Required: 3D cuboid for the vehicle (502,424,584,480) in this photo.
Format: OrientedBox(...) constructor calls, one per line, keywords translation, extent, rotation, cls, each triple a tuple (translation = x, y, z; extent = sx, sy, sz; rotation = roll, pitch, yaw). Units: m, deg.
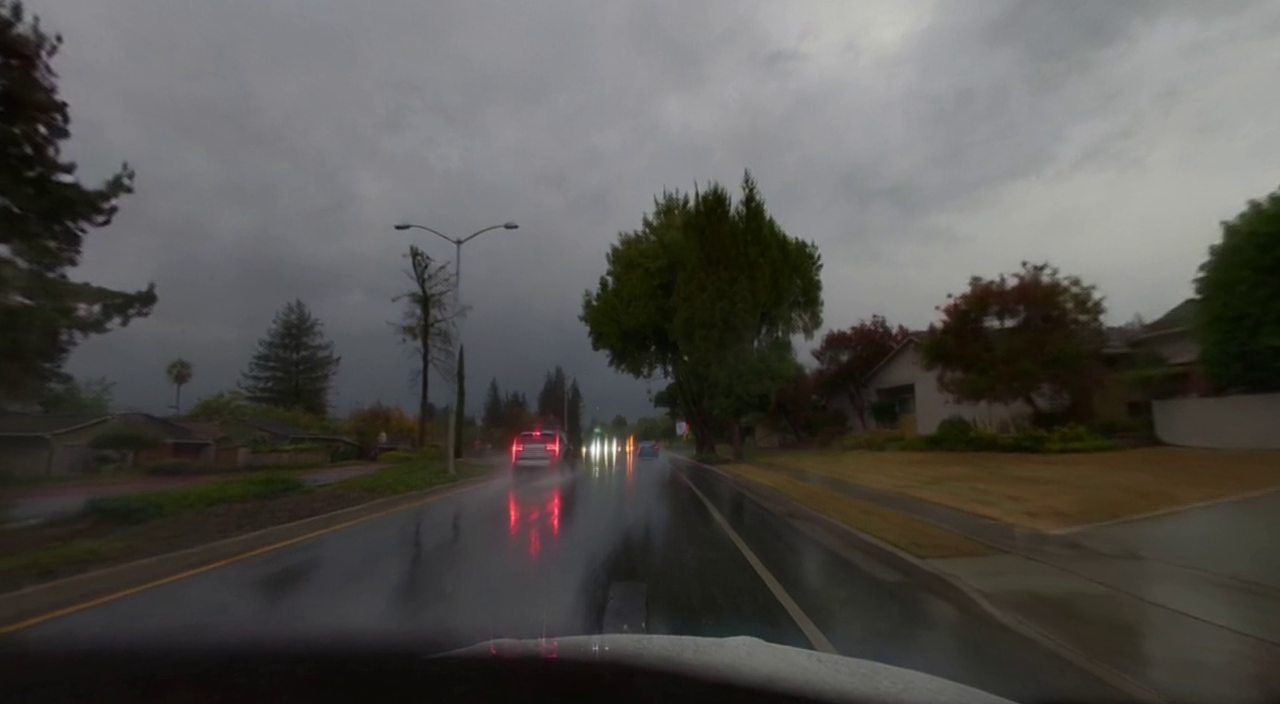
OrientedBox(translation=(-3.260, 3.471, 22.217), extent=(2.073, 1.770, 4.302), rotation=(0, -8, 2), cls="vehicle")
